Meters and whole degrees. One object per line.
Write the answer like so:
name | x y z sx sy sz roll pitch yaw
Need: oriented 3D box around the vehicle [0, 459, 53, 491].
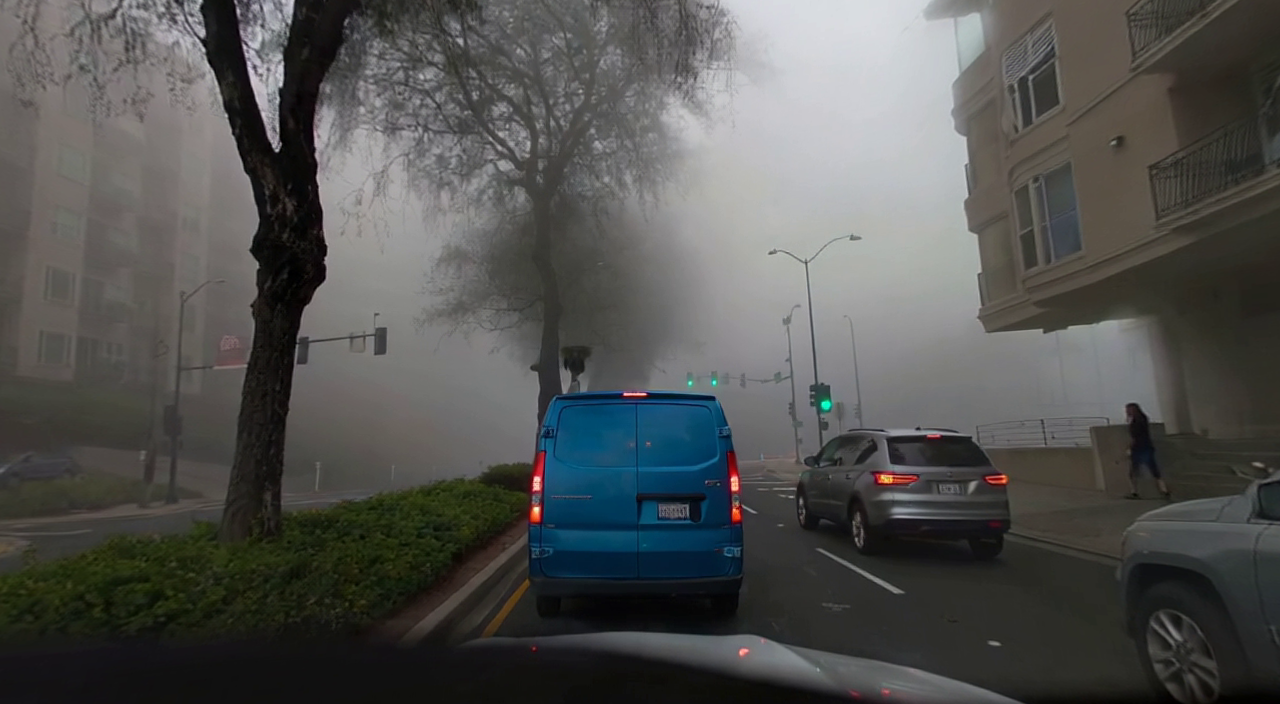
vehicle | -35.489 6.836 35.123 3.843 1.680 1.782 -1 -9 3

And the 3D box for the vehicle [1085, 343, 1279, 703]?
vehicle | 3.814 0.692 1.735 2.157 1.748 4.130 0 -9 1

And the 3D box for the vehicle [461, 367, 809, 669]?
vehicle | -0.027 1.326 6.048 2.101 1.828 4.270 0 -9 0

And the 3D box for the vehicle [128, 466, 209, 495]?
vehicle | -33.243 9.065 44.532 4.292 1.492 1.772 -6 -14 -1

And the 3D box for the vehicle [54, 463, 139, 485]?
vehicle | -38.439 8.628 44.646 4.396 1.458 1.809 -1 -9 2

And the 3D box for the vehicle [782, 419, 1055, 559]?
vehicle | 3.923 2.017 10.083 2.061 1.676 4.734 0 -9 -2
